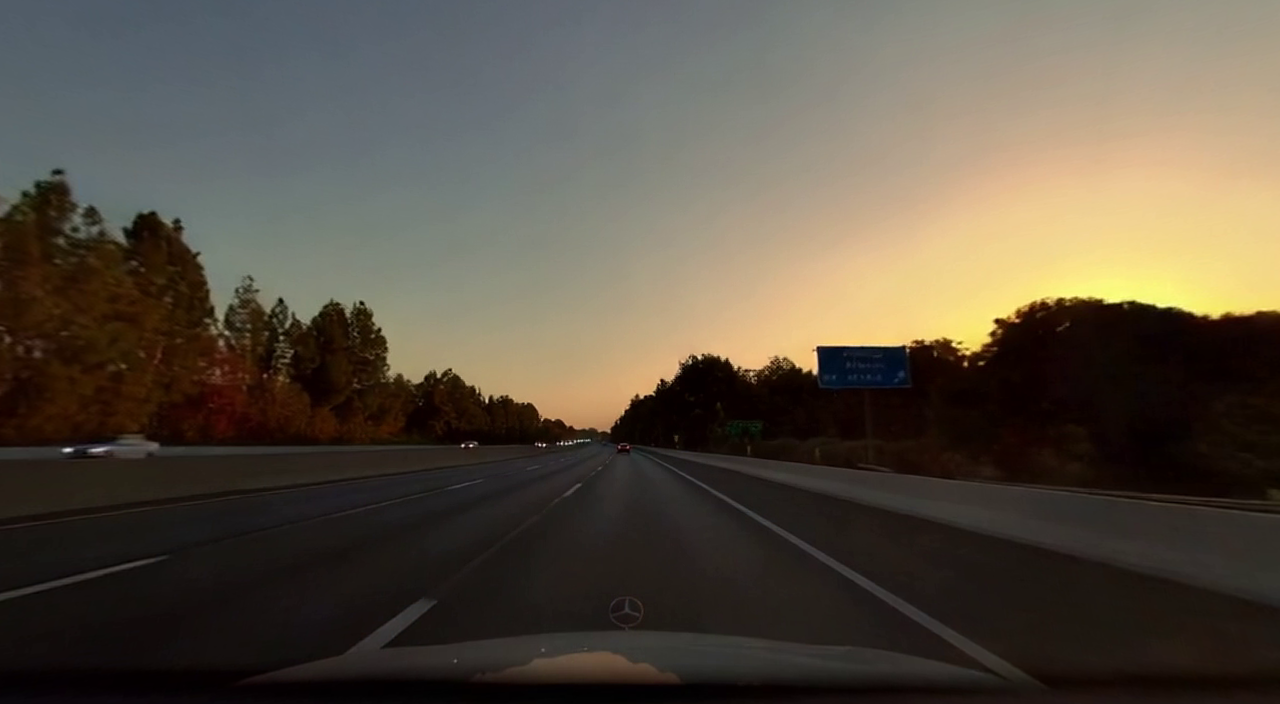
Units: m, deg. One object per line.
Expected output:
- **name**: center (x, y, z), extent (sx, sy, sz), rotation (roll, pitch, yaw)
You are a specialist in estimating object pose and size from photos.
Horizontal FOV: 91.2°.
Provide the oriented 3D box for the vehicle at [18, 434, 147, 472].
- **vehicle**: center (-25.123, 4.563, 28.525), extent (1.848, 1.590, 4.326), rotation (0, -9, 0)
